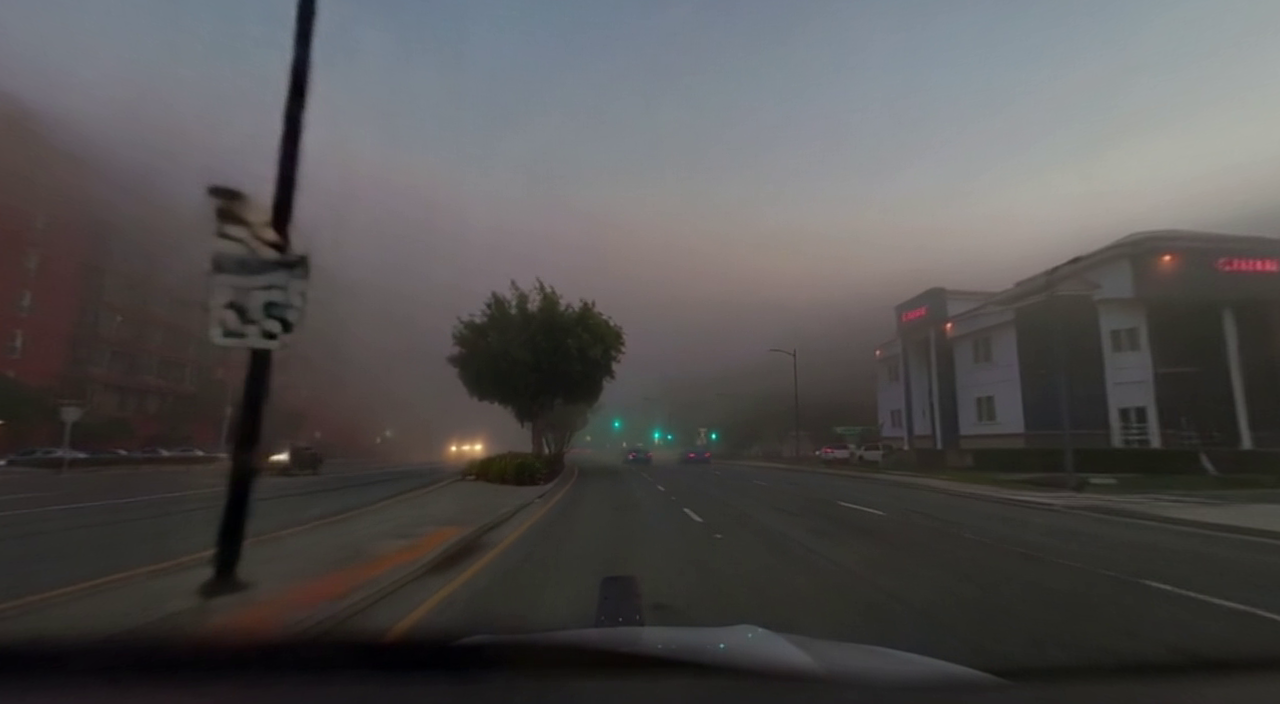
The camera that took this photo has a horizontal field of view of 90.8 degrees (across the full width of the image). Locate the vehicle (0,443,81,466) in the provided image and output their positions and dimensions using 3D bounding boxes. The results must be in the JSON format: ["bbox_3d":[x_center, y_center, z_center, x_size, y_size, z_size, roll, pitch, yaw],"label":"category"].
[{"bbox_3d":[-41.380,7.051,43.631,1.772,1.448,4.585,1,-9,-8],"label":"vehicle"}]

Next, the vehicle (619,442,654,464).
[{"bbox_3d":[-0.337,7.435,46.606,2.020,1.479,4.650,1,-9,-7],"label":"vehicle"}]

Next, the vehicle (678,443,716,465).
[{"bbox_3d":[4.052,7.346,45.666,1.932,1.439,4.159,1,-9,-7],"label":"vehicle"}]

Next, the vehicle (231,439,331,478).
[{"bbox_3d":[-14.875,4.408,26.471,1.915,1.483,4.210,0,-9,-4],"label":"vehicle"}]

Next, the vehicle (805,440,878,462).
[{"bbox_3d":[14.781,7.283,46.481,4.648,1.510,1.891,1,-9,-6],"label":"vehicle"}]
